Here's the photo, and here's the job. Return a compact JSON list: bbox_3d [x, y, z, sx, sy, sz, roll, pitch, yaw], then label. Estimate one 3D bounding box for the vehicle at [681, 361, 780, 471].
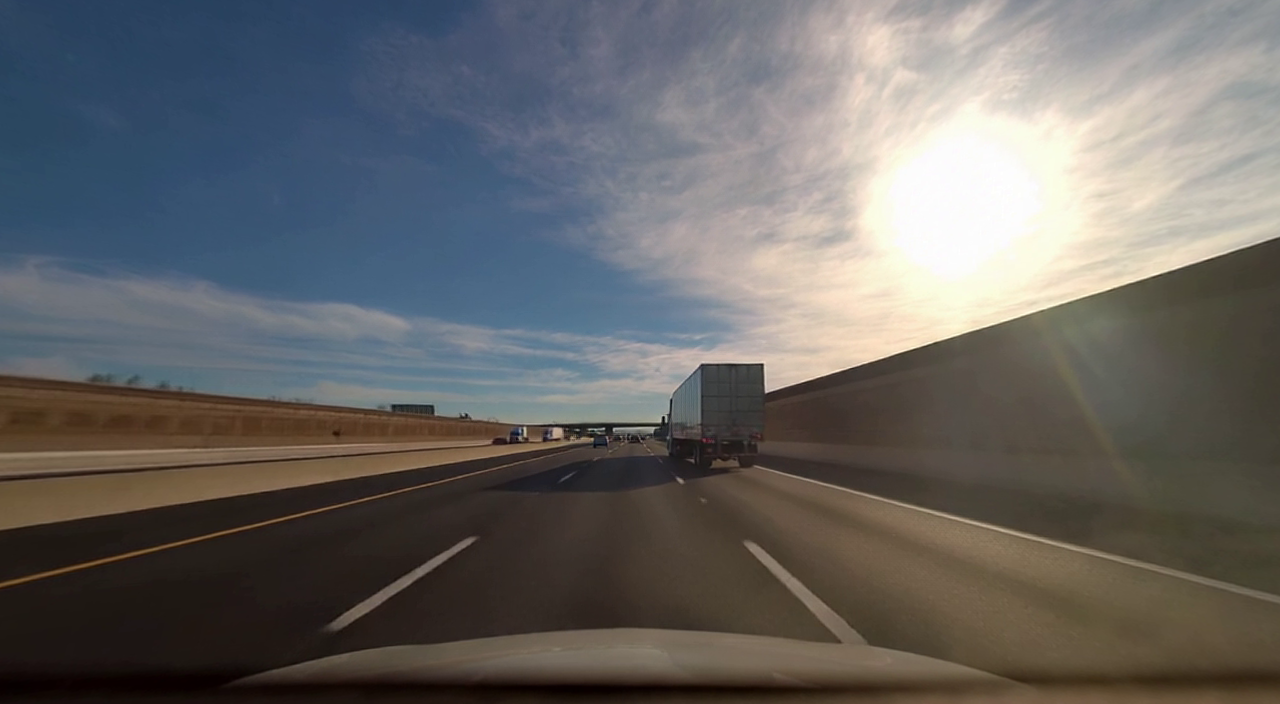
[{"bbox_3d":[3.558,2.867,27.089,2.859,3.981,8.596,0,-8,-1],"label":"vehicle"}]
